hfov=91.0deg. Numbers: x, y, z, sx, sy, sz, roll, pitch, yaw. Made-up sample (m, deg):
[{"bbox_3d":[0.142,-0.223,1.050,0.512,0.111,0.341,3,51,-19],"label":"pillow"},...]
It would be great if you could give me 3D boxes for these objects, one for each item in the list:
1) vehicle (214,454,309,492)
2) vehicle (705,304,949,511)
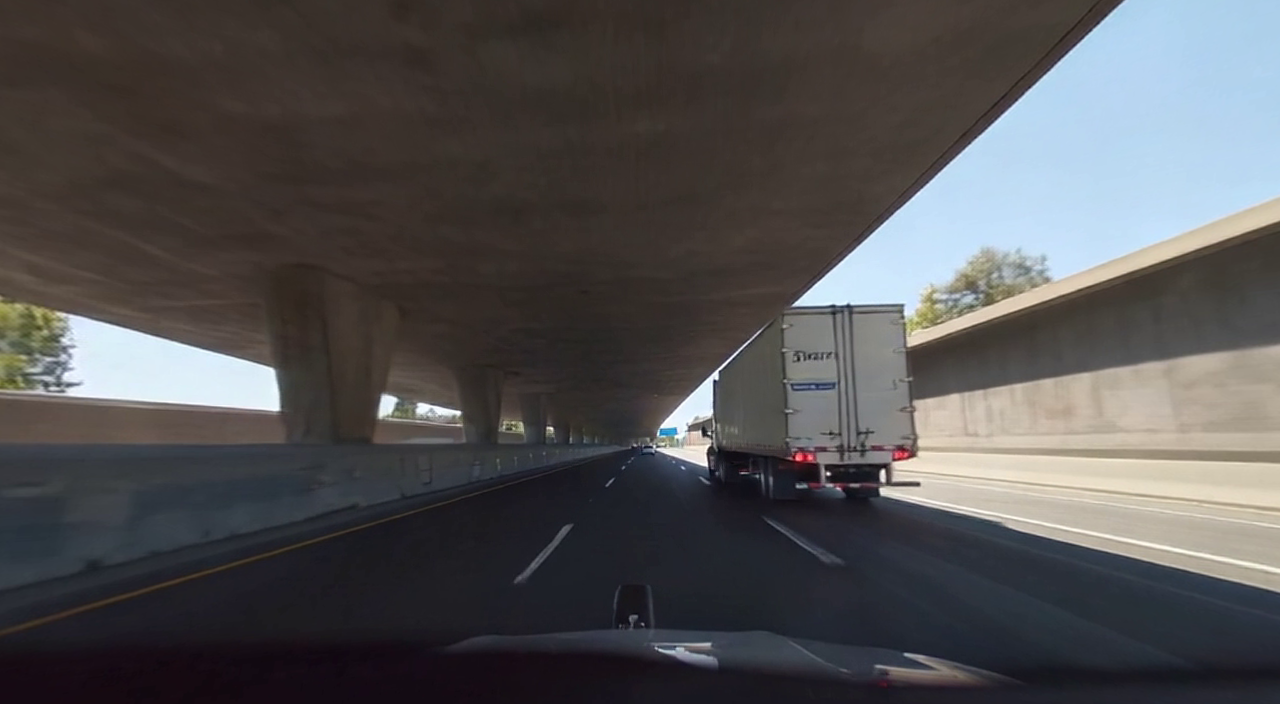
[{"bbox_3d":[-17.614,5.604,29.501,1.838,1.518,4.109,0,-8,1],"label":"vehicle"},{"bbox_3d":[4.522,2.119,20.207,3.187,4.197,15.004,0,-8,0],"label":"vehicle"}]
